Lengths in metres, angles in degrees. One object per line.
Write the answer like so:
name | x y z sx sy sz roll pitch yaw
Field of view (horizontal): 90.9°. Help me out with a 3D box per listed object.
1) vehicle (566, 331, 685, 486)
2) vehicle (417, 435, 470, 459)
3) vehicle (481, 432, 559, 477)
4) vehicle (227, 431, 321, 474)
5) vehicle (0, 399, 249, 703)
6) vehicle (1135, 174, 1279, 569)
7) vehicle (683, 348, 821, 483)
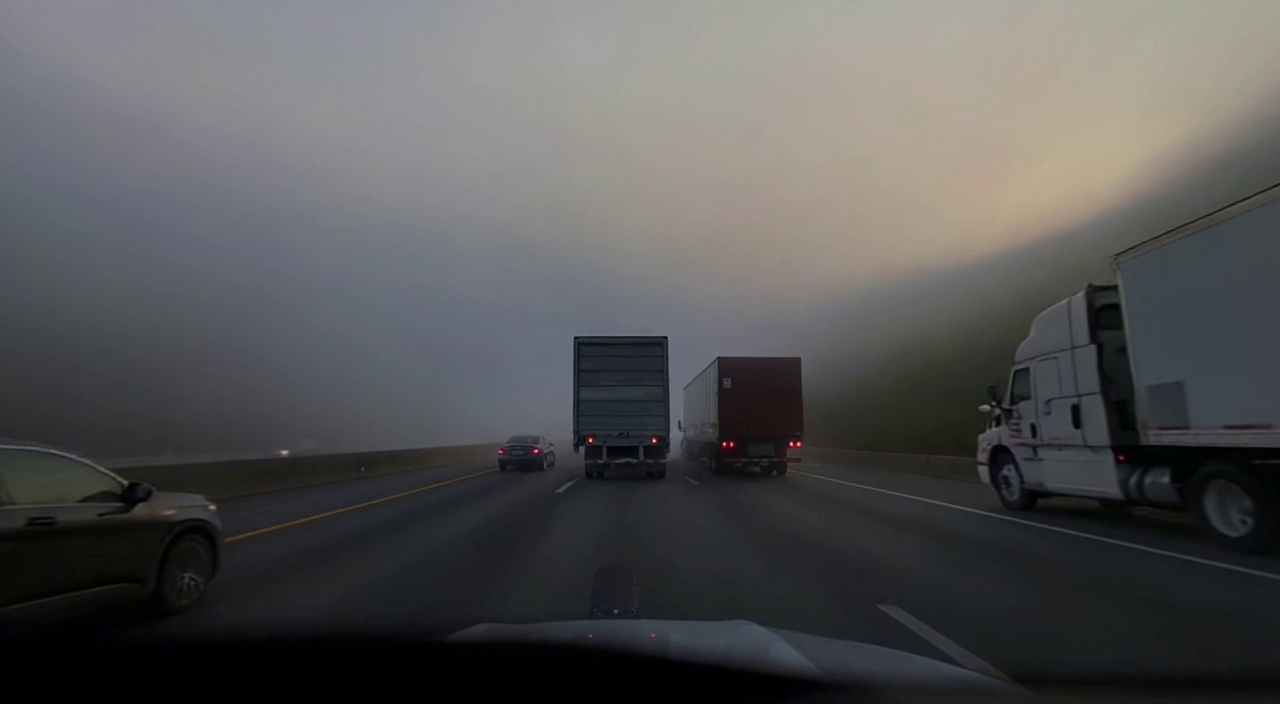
vehicle | -0.556 2.179 21.880 3.090 4.065 10.702 0 -8 -2
vehicle | -12.723 6.178 41.128 2.060 1.479 4.264 0 -8 0
vehicle | -4.186 3.610 22.535 2.049 1.483 3.786 0 -8 0
vehicle | -20.067 5.485 34.868 2.246 2.109 5.095 -2 -8 -1
vehicle | -3.534 0.822 1.774 1.894 1.460 4.662 0 -8 0
vehicle | 8.299 -0.452 1.819 3.000 4.114 13.063 0 -8 -1
vehicle | 3.620 2.589 23.976 2.817 3.886 11.491 0 -8 -2
